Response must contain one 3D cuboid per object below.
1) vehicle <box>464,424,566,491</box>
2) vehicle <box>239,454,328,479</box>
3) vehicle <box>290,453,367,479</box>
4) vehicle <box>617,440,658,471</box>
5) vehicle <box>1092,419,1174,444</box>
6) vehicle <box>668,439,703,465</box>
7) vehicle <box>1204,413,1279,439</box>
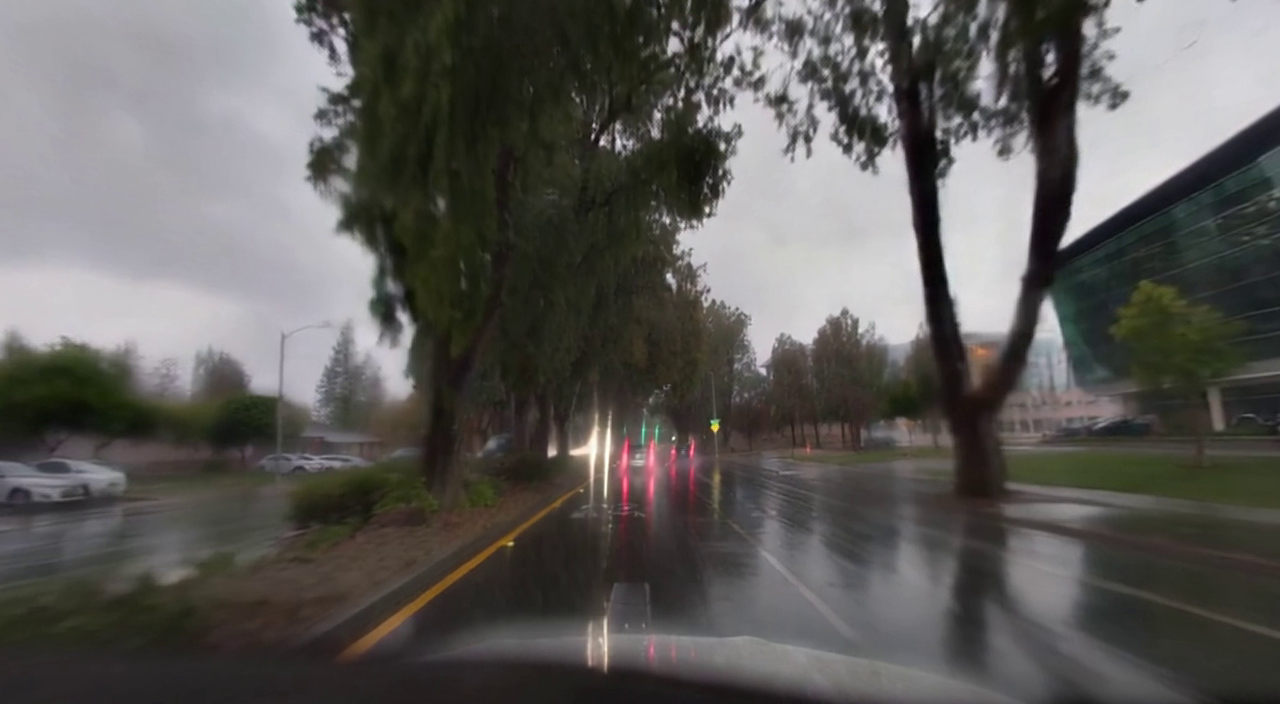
[{"bbox_3d":[-3.963,3.474,21.121,2.301,1.946,5.199,0,-8,1],"label":"vehicle"},{"bbox_3d":[-22.058,7.082,39.113,4.243,1.478,2.035,1,-8,-5],"label":"vehicle"},{"bbox_3d":[-21.637,7.907,43.917,4.351,1.432,2.037,-3,-8,1],"label":"vehicle"},{"bbox_3d":[-0.116,5.613,34.384,2.109,1.612,3.963,0,-8,0],"label":"vehicle"},{"bbox_3d":[36.906,5.988,47.290,4.343,1.714,1.983,-2,-8,2],"label":"vehicle"},{"bbox_3d":[3.239,7.238,45.659,2.189,1.766,4.495,0,-8,0],"label":"vehicle"},{"bbox_3d":[36.212,4.373,36.880,4.482,1.462,1.943,0,-8,-1],"label":"vehicle"}]
